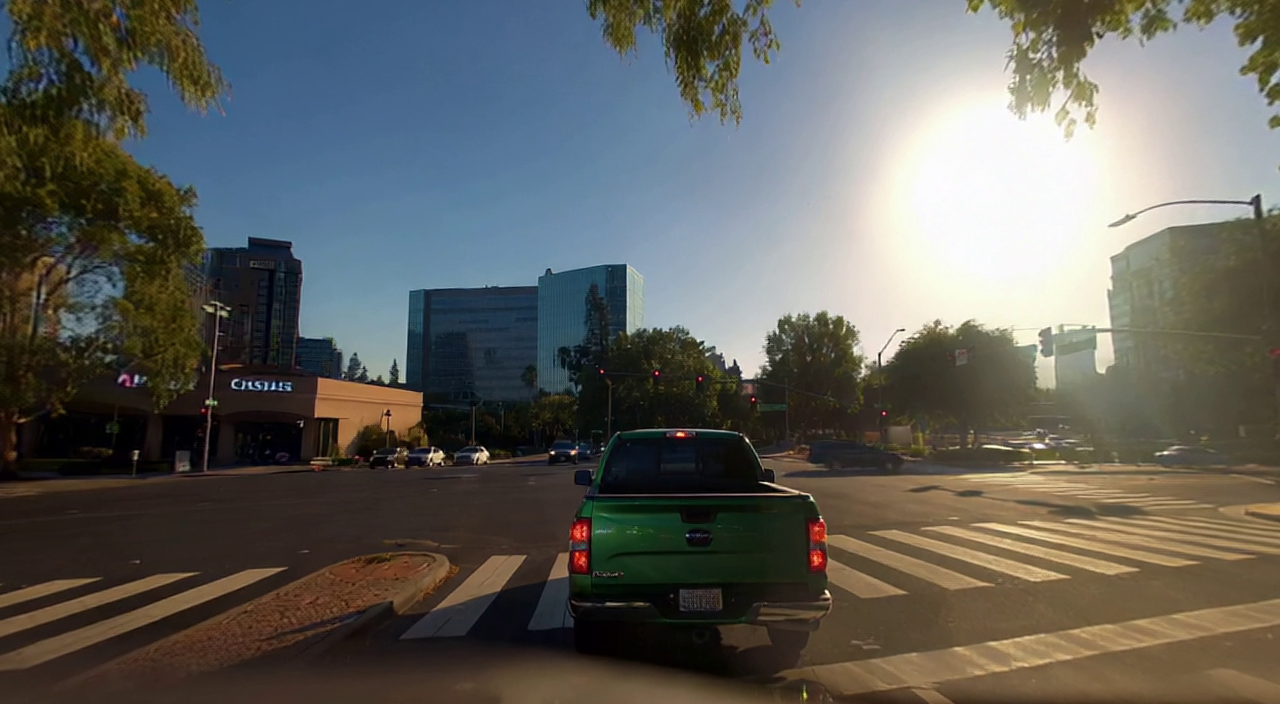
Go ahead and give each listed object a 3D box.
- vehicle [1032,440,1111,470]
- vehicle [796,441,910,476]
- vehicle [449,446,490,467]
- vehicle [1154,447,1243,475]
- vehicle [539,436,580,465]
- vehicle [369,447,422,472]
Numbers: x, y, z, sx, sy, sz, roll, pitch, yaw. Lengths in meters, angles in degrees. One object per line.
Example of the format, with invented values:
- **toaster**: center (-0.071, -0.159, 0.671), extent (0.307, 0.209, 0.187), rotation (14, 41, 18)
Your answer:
- **vehicle**: center (26.347, 6.264, 38.558), extent (4.541, 1.731, 2.007), rotation (5, -10, -28)
- **vehicle**: center (9.521, 4.805, 28.612), extent (4.658, 1.478, 1.946), rotation (-2, -9, 15)
- **vehicle**: center (-12.611, 7.761, 47.089), extent (1.946, 1.474, 4.008), rotation (0, -9, 0)
- **vehicle**: center (31.608, 6.119, 35.741), extent (4.522, 1.460, 2.097), rotation (4, -10, -26)
- **vehicle**: center (-5.529, 6.865, 44.186), extent (2.289, 1.927, 5.667), rotation (0, -8, -2)
- **vehicle**: center (-16.249, 7.131, 42.242), extent (1.883, 1.586, 4.297), rotation (0, -9, -1)
